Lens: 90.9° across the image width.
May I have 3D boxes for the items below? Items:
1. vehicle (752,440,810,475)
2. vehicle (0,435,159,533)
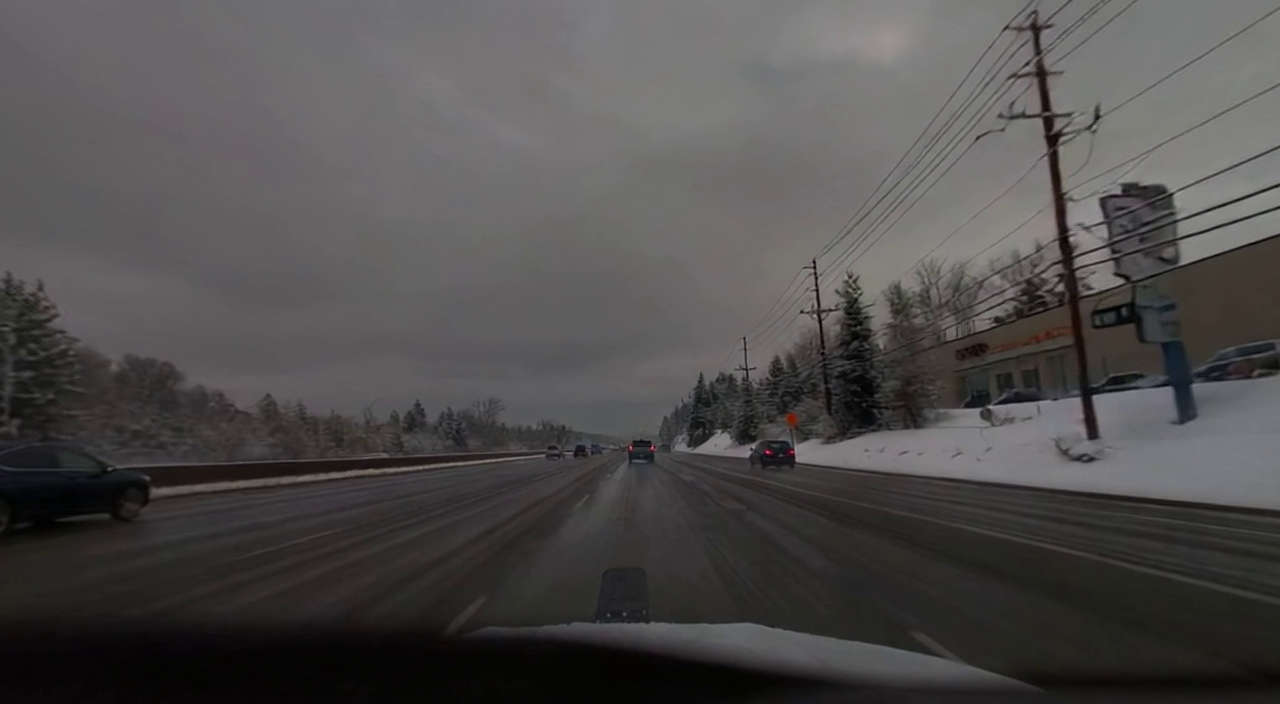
[{"bbox_3d":[7.294,5.495,33.038,1.937,1.698,4.322,0,-8,-2],"label":"vehicle"},{"bbox_3d":[-10.935,2.212,10.851,1.931,1.515,4.192,0,-8,1],"label":"vehicle"}]
